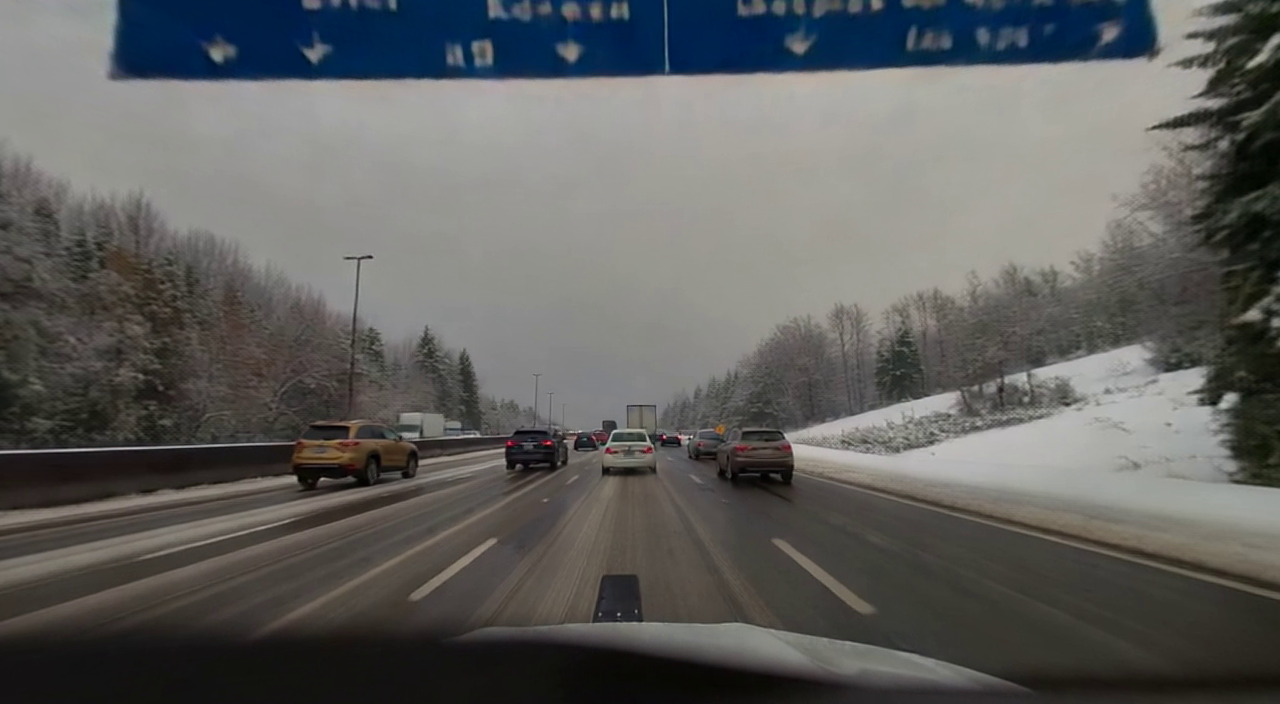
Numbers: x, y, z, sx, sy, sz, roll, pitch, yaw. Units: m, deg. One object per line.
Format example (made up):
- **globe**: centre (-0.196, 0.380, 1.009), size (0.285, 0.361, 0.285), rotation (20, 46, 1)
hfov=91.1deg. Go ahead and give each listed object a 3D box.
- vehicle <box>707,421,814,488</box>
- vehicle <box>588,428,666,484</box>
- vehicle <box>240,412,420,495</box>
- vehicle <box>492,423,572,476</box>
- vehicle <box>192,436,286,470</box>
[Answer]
- **vehicle**: centre (3.258, 2.859, 17.944), size (2.095, 1.650, 4.331), rotation (0, -8, -1)
- **vehicle**: centre (-0.341, 3.106, 19.246), size (2.111, 1.494, 4.364), rotation (0, -8, 0)
- **vehicle**: centre (-7.534, 2.521, 15.979), size (2.117, 1.779, 4.745), rotation (0, -8, 0)
- **vehicle**: centre (-3.710, 3.428, 22.418), size (2.064, 1.672, 4.277), rotation (0, -8, 1)
- **vehicle**: centre (-19.283, 4.845, 30.458), size (1.860, 1.489, 4.128), rotation (0, -8, 0)
